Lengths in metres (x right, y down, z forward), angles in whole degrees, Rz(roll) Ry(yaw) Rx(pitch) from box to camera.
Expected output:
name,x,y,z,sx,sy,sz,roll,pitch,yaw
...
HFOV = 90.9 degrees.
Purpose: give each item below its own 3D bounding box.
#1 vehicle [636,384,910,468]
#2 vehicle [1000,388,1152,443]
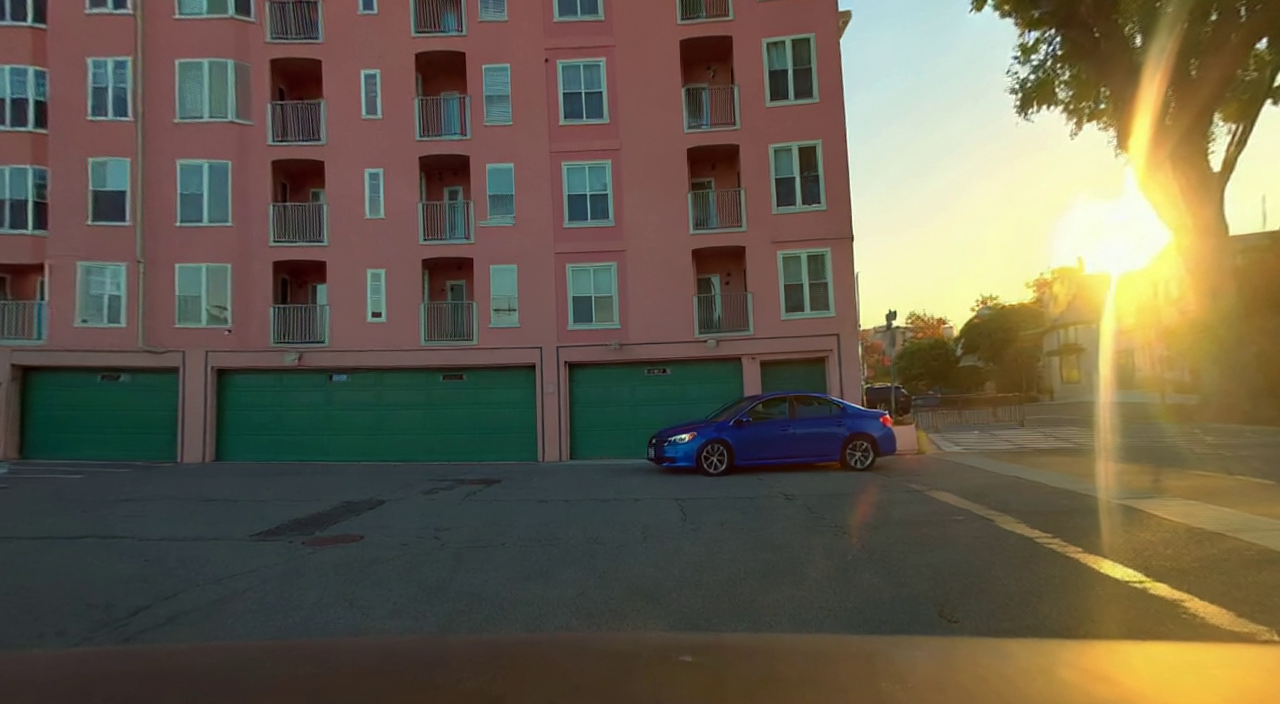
name,x,y,z,sx,sy,sz,roll,pitch,yaw
vehicle,2.287,1.409,11.840,4.697,1.444,1.825,0,-8,-1
vehicle,15.668,2.312,22.821,3.905,1.475,2.057,-6,-7,-4
